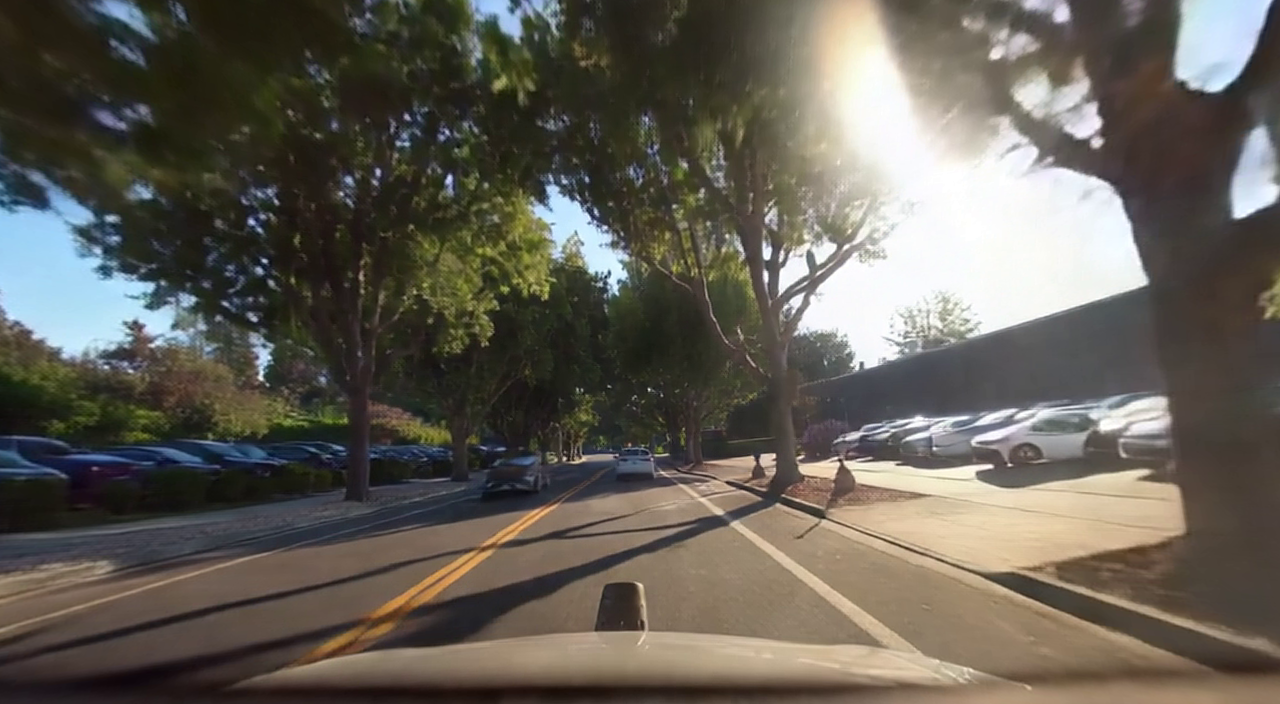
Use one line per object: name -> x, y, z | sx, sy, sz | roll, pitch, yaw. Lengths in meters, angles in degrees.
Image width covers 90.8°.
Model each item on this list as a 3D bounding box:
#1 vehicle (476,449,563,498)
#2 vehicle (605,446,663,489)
vehicle -> -3.975, 4.073, 21.696 | 2.028, 1.464, 4.602 | -1, -9, 1
vehicle -> -0.255, 4.670, 25.903 | 2.152, 1.574, 4.223 | -1, -9, -1
